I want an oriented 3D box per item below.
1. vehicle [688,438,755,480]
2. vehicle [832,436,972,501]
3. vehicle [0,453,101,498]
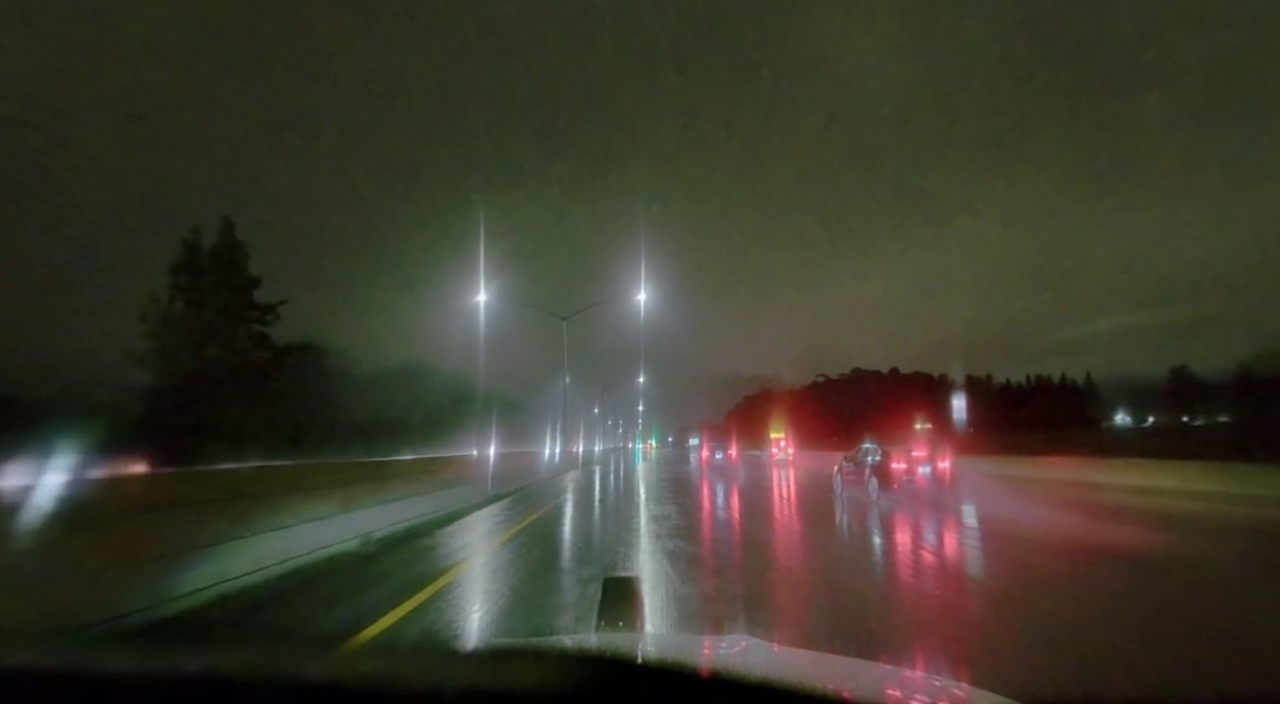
[{"bbox_3d":[3.198,4.302,25.667,2.056,1.553,4.320,0,-8,-2],"label":"vehicle"},{"bbox_3d":[6.833,3.072,17.027,2.038,1.528,3.910,0,-8,-1],"label":"vehicle"},{"bbox_3d":[-22.169,4.365,22.578,1.888,1.373,4.582,1,-8,-2],"label":"vehicle"}]
